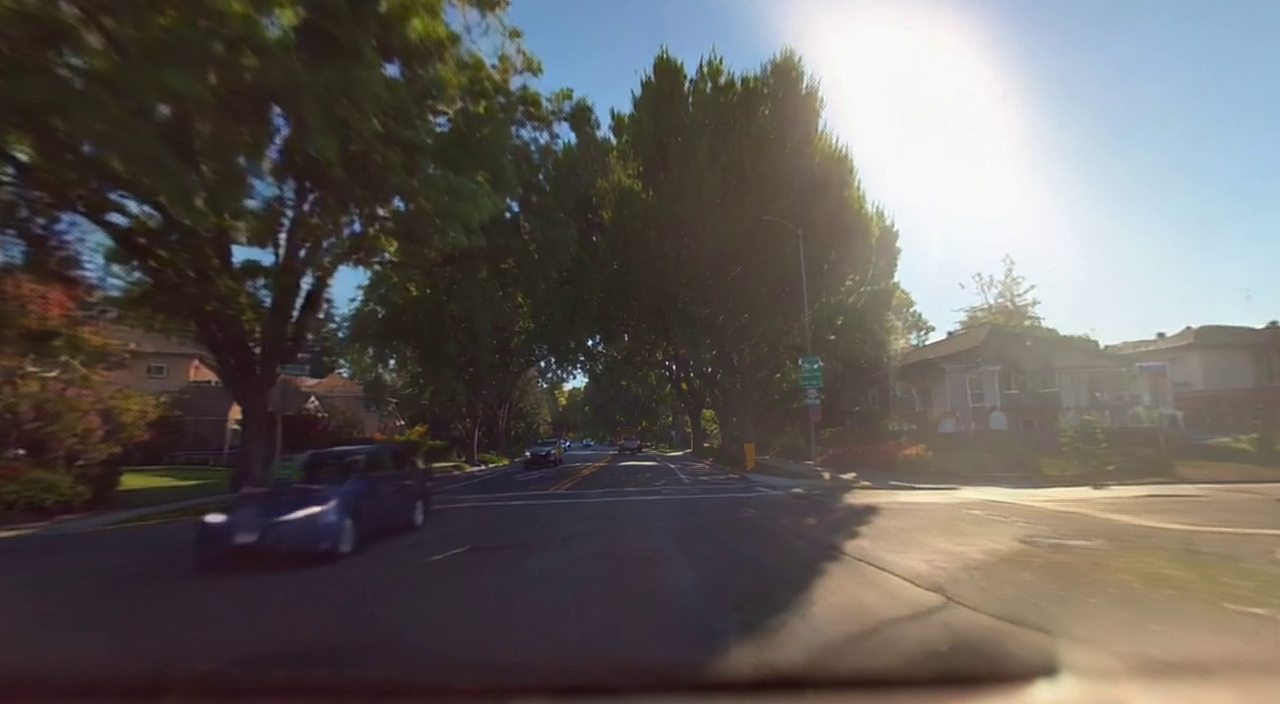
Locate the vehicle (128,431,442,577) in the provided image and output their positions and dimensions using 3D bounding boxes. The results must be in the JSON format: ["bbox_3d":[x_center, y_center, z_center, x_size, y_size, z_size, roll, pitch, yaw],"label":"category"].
[{"bbox_3d":[-4.464,1.927,8.887,1.979,1.532,4.212,0,-8,0],"label":"vehicle"}]

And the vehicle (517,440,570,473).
[{"bbox_3d":[-4.786,5.233,31.887,1.938,1.519,4.227,0,-8,1],"label":"vehicle"}]
